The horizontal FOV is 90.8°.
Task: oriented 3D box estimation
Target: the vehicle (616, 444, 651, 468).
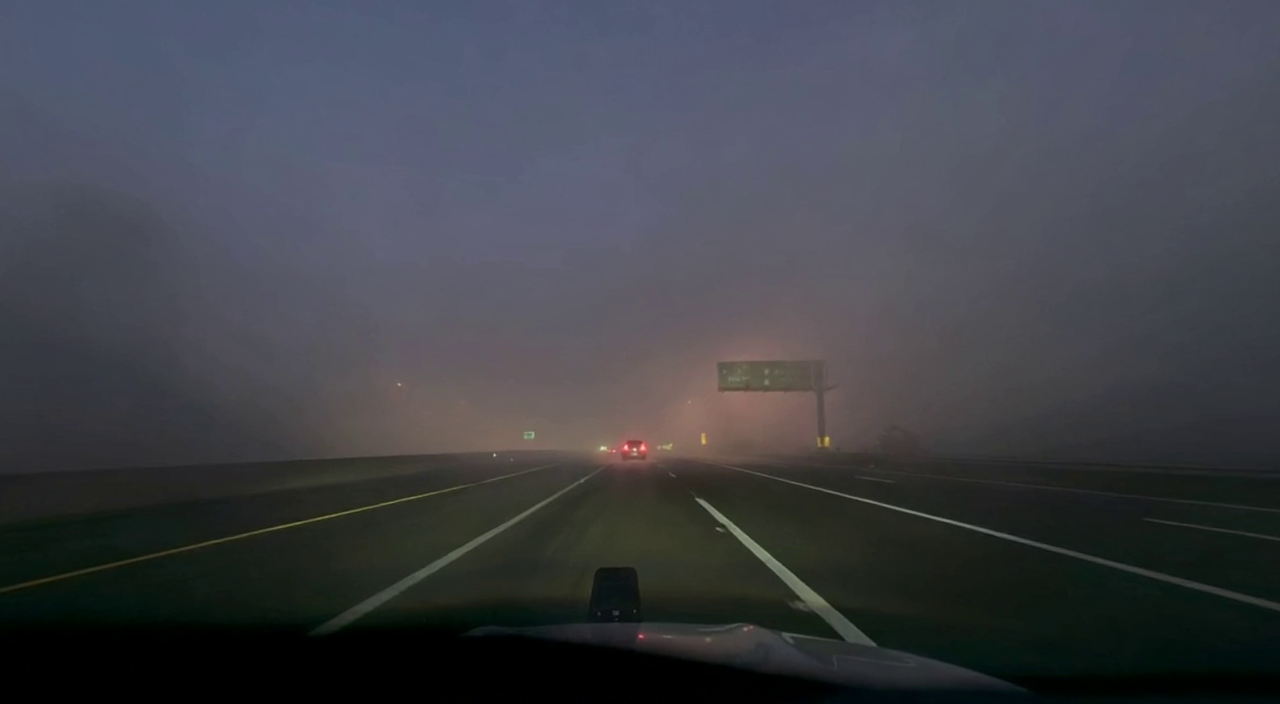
[{"bbox_3d":[-0.438,6.558,40.060,2.118,1.466,4.165,0,-9,-1],"label":"vehicle"}]
